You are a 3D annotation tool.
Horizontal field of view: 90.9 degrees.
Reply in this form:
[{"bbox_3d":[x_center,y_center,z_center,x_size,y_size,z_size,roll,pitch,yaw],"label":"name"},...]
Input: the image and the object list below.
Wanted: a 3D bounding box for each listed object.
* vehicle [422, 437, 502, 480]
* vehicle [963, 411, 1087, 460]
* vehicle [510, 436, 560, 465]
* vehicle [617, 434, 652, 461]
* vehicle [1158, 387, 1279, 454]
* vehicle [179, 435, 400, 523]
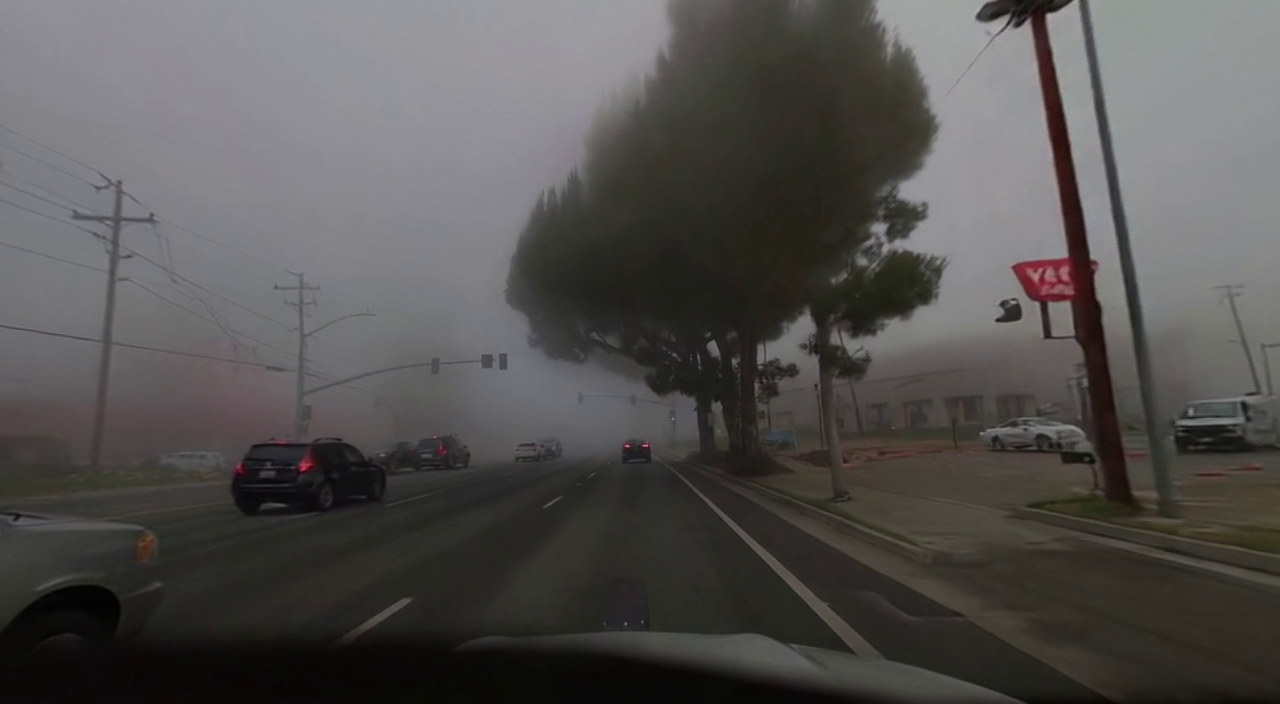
[{"bbox_3d":[-6.778,4.092,24.537,1.804,1.513,4.191,0,-8,1],"label":"vehicle"},{"bbox_3d":[15.851,3.503,26.343,2.116,1.849,4.806,0,-8,0],"label":"vehicle"},{"bbox_3d":[-6.323,6.001,38.537,2.130,1.636,4.427,0,-8,2],"label":"vehicle"},{"bbox_3d":[-0.311,6.376,42.181,2.211,1.717,4.379,0,-8,1],"label":"vehicle"},{"bbox_3d":[23.566,2.674,24.438,2.314,2.302,5.730,-4,-8,5],"label":"vehicle"},{"bbox_3d":[-6.778,2.465,12.888,1.960,1.468,4.345,0,-8,1],"label":"vehicle"}]
